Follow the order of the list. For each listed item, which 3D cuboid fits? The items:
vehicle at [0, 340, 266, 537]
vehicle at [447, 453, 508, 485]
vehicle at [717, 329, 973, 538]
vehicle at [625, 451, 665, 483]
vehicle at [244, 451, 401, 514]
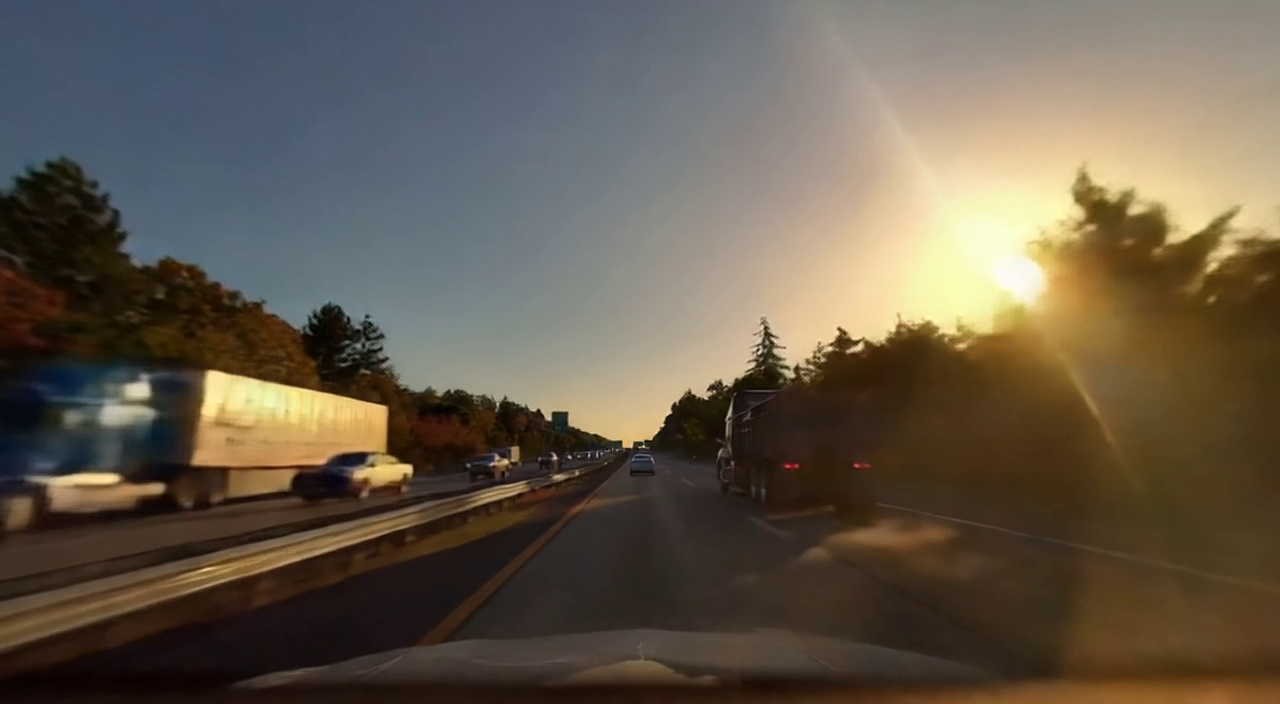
[{"bbox_3d":[-12.838,2.194,15.855,2.987,3.993,5.925,0,-9,0],"label":"vehicle"},{"bbox_3d":[-8.293,5.998,32.533,2.012,1.487,4.378,0,-9,0],"label":"vehicle"},{"bbox_3d":[4.325,2.345,17.210,2.885,3.679,12.102,0,-9,0],"label":"vehicle"},{"bbox_3d":[0.233,5.827,32.212,1.939,1.495,3.612,0,-9,0],"label":"vehicle"},{"bbox_3d":[-8.420,3.475,17.297,2.005,1.472,4.461,0,-9,0],"label":"vehicle"}]
